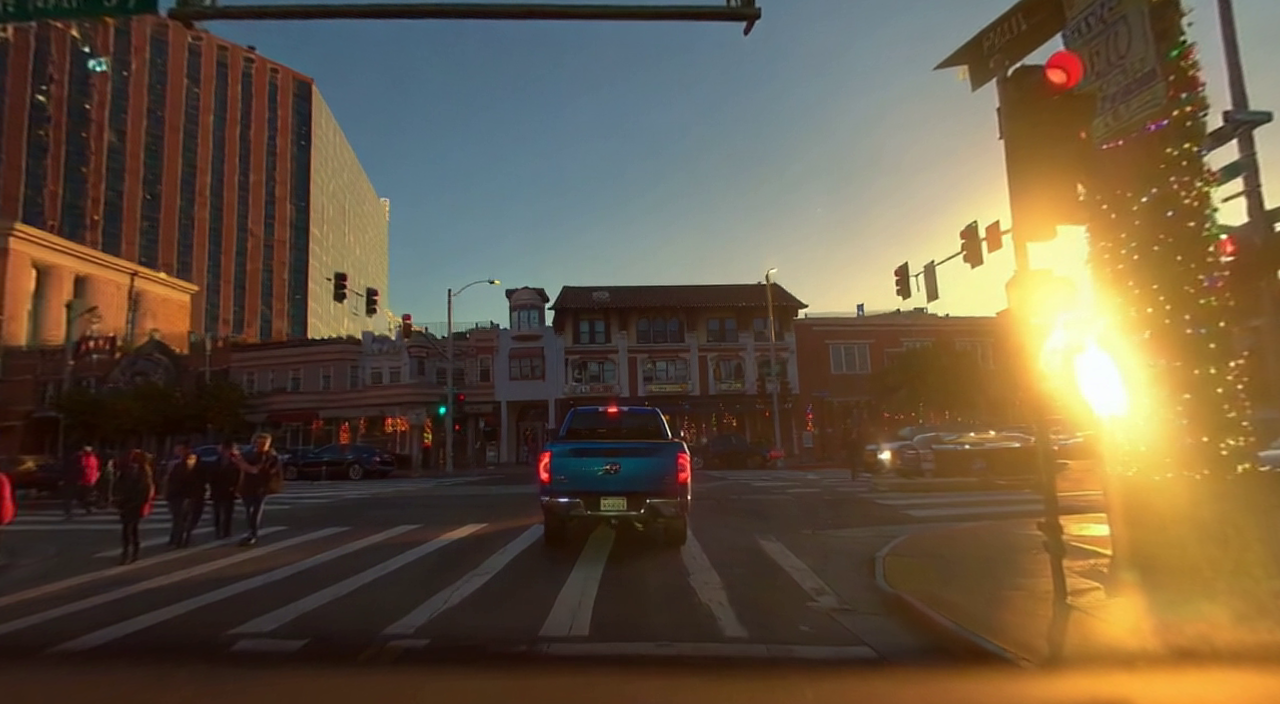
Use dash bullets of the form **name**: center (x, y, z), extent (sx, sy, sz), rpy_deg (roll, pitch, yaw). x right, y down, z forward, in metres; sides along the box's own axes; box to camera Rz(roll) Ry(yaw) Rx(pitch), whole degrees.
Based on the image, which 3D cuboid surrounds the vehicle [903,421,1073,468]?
- **vehicle**: center (11.637, 3.128, 21.303), extent (4.600, 1.506, 1.878), rpy_deg (0, -8, -1)

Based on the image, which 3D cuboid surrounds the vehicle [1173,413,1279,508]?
- **vehicle**: center (13.057, 1.938, 11.735), extent (4.082, 1.613, 2.211), rpy_deg (-3, -12, 0)

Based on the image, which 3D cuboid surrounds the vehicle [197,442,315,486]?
- **vehicle**: center (-18.601, 5.430, 30.710), extent (4.398, 2.057, 1.959), rpy_deg (0, -8, -2)

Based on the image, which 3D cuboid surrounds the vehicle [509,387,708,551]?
- **vehicle**: center (-0.562, 1.865, 10.711), extent (2.477, 2.020, 5.534), rpy_deg (0, -8, -4)

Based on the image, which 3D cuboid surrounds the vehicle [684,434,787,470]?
- **vehicle**: center (4.308, 4.616, 29.102), extent (4.515, 1.583, 1.920), rpy_deg (-1, -8, 3)

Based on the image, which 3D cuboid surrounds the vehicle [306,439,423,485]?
- **vehicle**: center (-13.289, 5.307, 30.617), extent (4.799, 1.909, 2.011), rpy_deg (-3, -7, 2)

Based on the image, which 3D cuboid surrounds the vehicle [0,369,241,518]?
- **vehicle**: center (-21.825, 3.121, 21.667), extent (13.729, 4.662, 3.300), rpy_deg (0, -8, 0)
